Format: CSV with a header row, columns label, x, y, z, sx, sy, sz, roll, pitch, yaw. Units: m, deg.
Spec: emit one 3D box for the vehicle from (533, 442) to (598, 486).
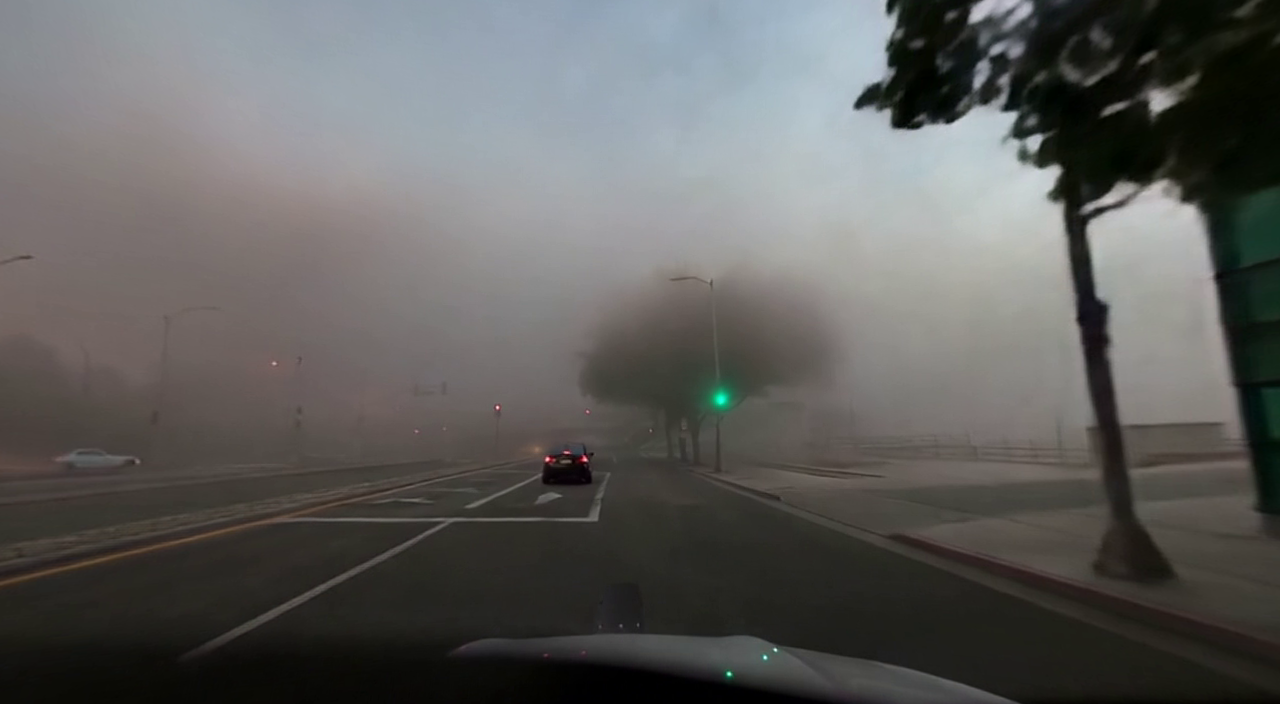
label,x,y,z,sx,sy,sz,roll,pitch,yaw
vehicle,-2.670,4.152,23.744,2.154,1.465,4.532,0,-9,-3
